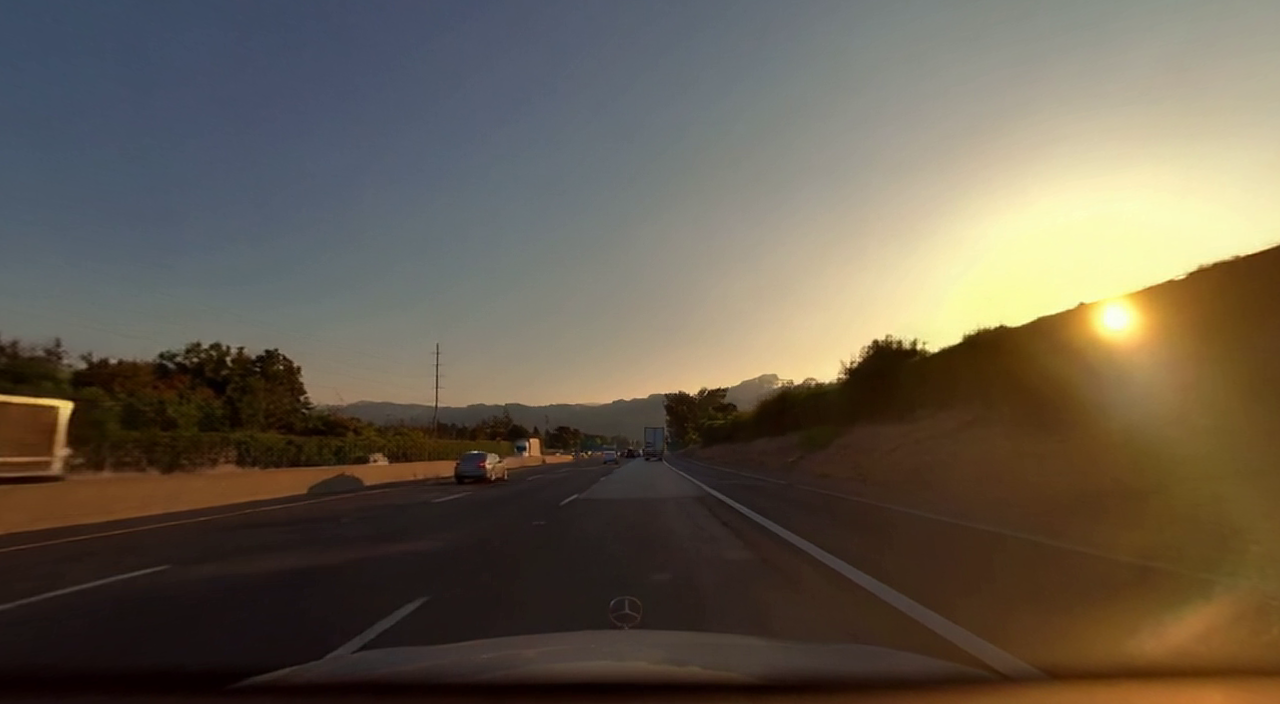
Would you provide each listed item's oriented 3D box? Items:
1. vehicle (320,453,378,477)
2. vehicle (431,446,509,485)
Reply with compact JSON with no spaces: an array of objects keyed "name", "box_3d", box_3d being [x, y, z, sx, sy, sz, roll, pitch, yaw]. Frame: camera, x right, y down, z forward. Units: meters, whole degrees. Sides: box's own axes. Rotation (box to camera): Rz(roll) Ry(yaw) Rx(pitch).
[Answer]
[{"name":"vehicle","box_3d":[-19.173,7.461,41.675,1.842,1.464,3.956,0,-9,1]},{"name":"vehicle","box_3d":[-7.219,4.865,27.244,2.031,1.521,4.503,0,-9,1]}]
